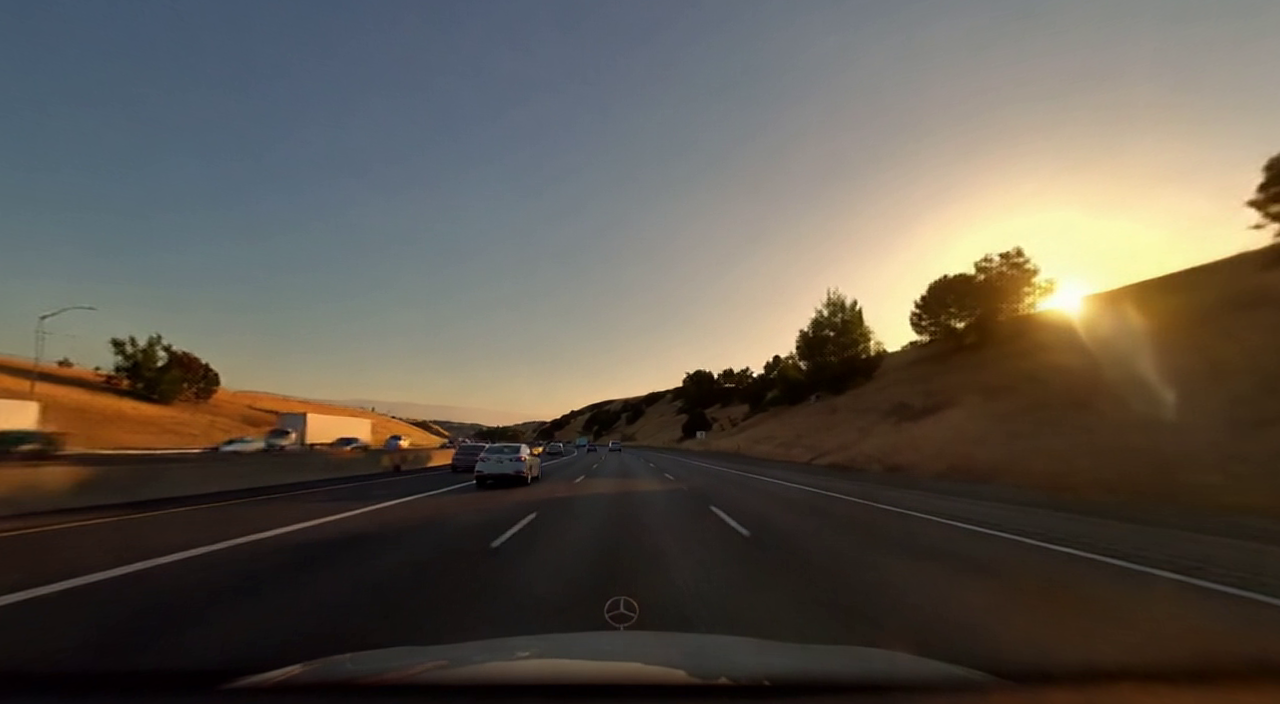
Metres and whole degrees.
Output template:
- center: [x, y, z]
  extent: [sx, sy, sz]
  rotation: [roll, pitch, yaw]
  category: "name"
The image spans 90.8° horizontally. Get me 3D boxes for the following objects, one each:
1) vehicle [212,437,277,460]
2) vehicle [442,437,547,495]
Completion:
- center: [-29.613, 7.231, 47.487]
  extent: [2.001, 1.637, 4.585]
  rotation: [0, -9, -2]
  category: "vehicle"
- center: [-4.204, 3.362, 19.067]
  extent: [2.073, 1.516, 4.478]
  rotation: [0, -9, 0]
  category: "vehicle"
